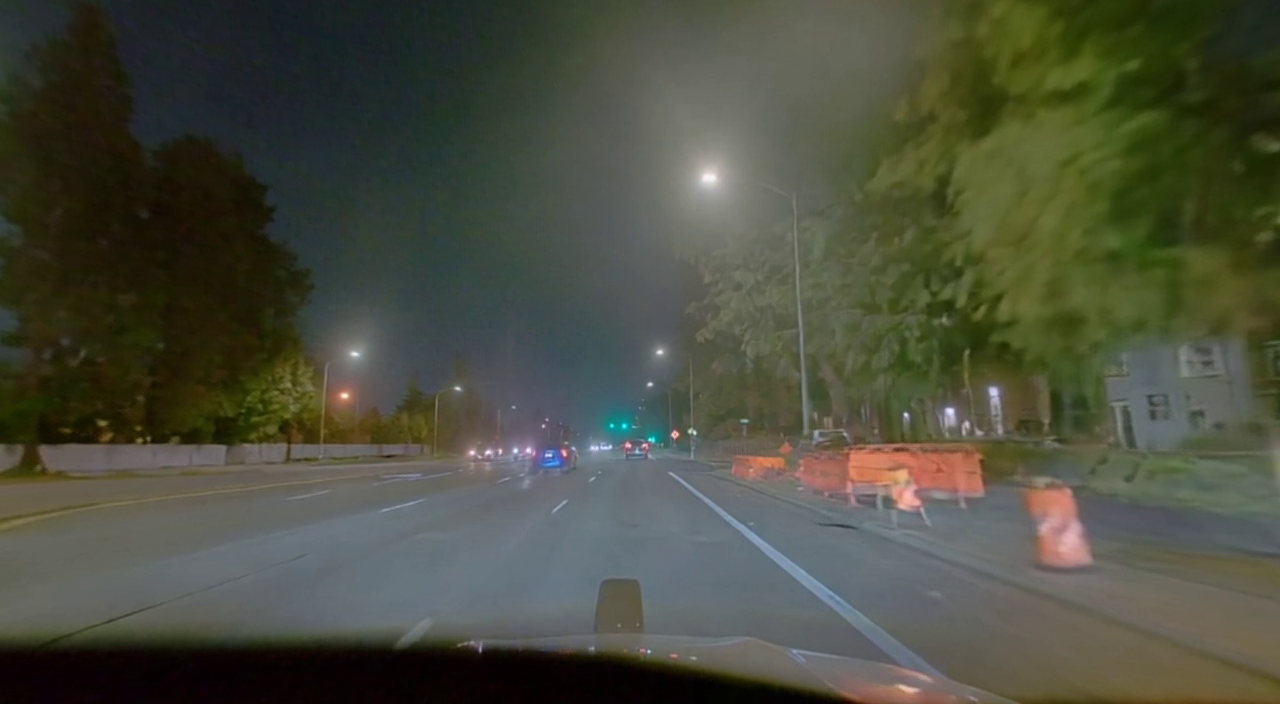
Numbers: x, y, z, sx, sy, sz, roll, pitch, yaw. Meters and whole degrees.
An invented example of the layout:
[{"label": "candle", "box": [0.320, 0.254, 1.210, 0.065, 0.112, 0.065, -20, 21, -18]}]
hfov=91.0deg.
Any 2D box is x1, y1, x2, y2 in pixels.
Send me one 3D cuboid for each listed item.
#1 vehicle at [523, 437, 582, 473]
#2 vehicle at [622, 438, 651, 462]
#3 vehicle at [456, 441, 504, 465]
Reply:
[{"label": "vehicle", "box": [-4.391, 5.241, 32.253, 2.198, 1.663, 4.519, 0, -8, 2]}, {"label": "vehicle", "box": [-0.278, 7.601, 48.870, 2.135, 1.711, 4.124, 0, -9, 0]}, {"label": "vehicle", "box": [-10.698, 6.786, 42.504, 2.009, 1.541, 4.753, 0, -9, -1]}]
